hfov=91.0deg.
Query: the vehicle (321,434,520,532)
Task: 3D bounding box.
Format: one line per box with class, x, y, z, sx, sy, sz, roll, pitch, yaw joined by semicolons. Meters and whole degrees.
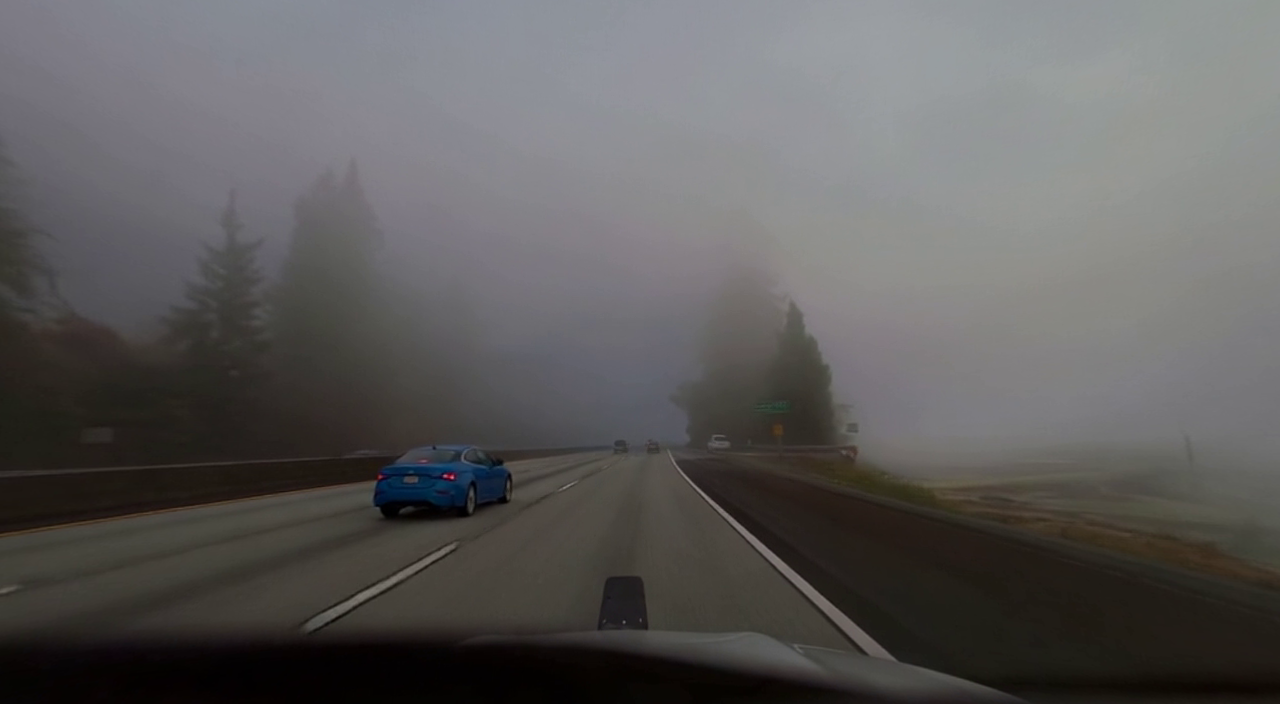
vehicle;-3.745;2.302;11.762;1.996;1.454;4.495;0;-8;2
